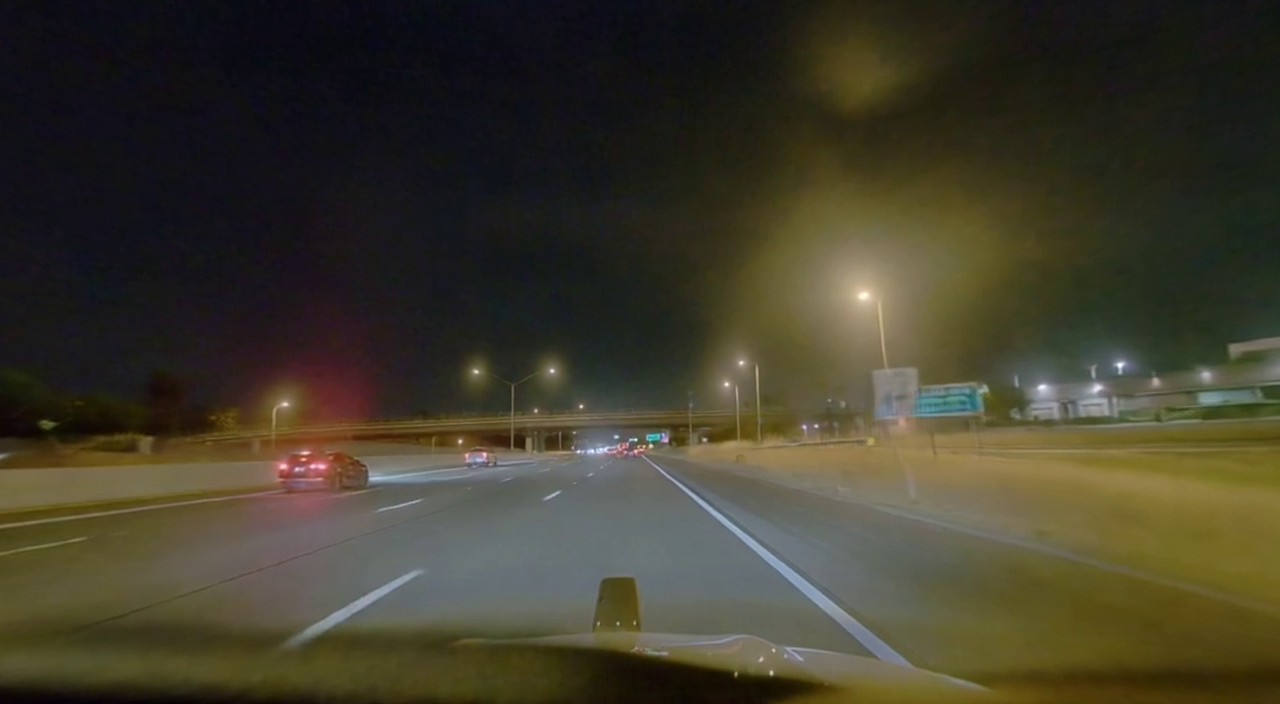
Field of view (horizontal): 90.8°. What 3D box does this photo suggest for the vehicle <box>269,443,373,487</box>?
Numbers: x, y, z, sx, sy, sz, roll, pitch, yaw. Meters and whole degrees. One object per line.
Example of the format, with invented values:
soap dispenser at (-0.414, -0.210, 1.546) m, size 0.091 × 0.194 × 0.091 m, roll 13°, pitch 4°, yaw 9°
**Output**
vehicle at (-14.503, 5.138, 29.137) m, size 2.049 × 1.792 × 5.177 m, roll 0°, pitch -9°, yaw 0°
